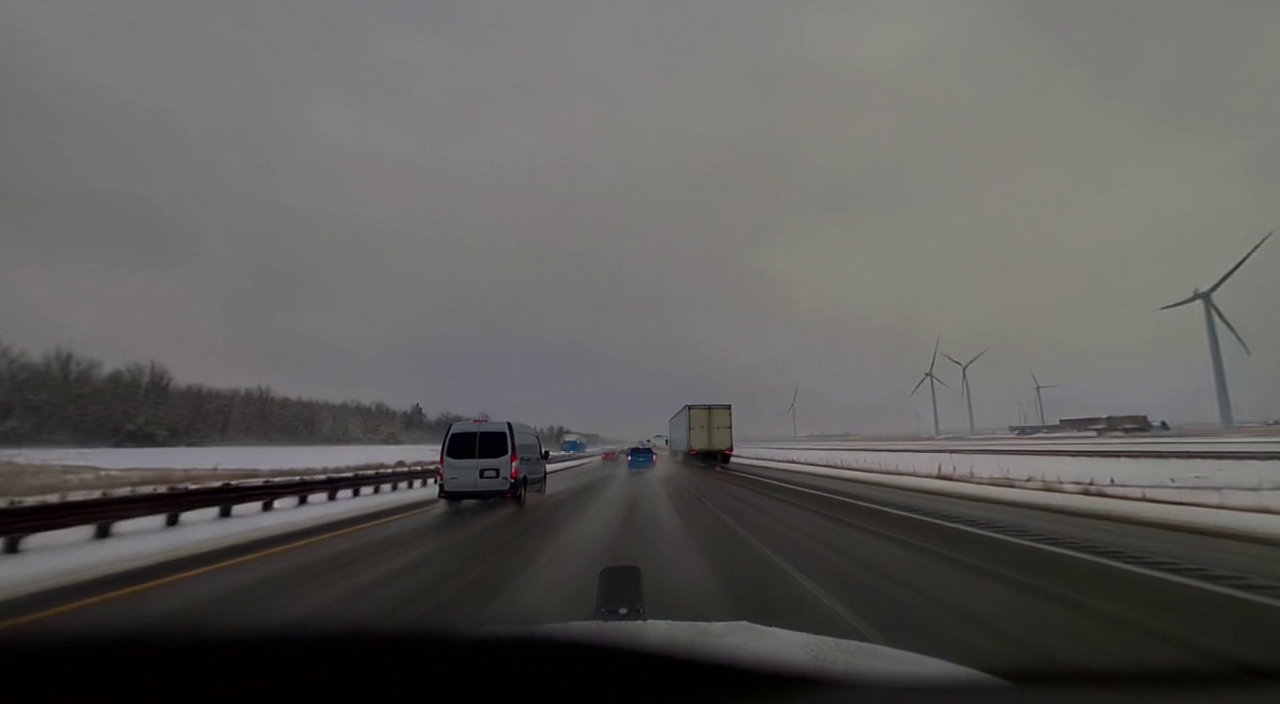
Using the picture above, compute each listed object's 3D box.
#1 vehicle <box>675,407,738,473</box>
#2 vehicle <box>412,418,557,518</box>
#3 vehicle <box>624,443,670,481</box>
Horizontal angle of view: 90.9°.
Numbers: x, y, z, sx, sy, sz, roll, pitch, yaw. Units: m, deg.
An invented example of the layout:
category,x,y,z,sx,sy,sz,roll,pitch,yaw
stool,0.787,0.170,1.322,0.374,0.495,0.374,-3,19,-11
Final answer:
category,x,y,z,sx,sy,sz,roll,pitch,yaw
vehicle,4.474,6.494,45.813,2.907,4.047,14.418,0,-9,0
vehicle,-3.428,2.692,15.010,2.238,1.984,4.650,0,-9,0
vehicle,0.302,5.332,30.770,2.083,1.689,4.083,0,-9,0
